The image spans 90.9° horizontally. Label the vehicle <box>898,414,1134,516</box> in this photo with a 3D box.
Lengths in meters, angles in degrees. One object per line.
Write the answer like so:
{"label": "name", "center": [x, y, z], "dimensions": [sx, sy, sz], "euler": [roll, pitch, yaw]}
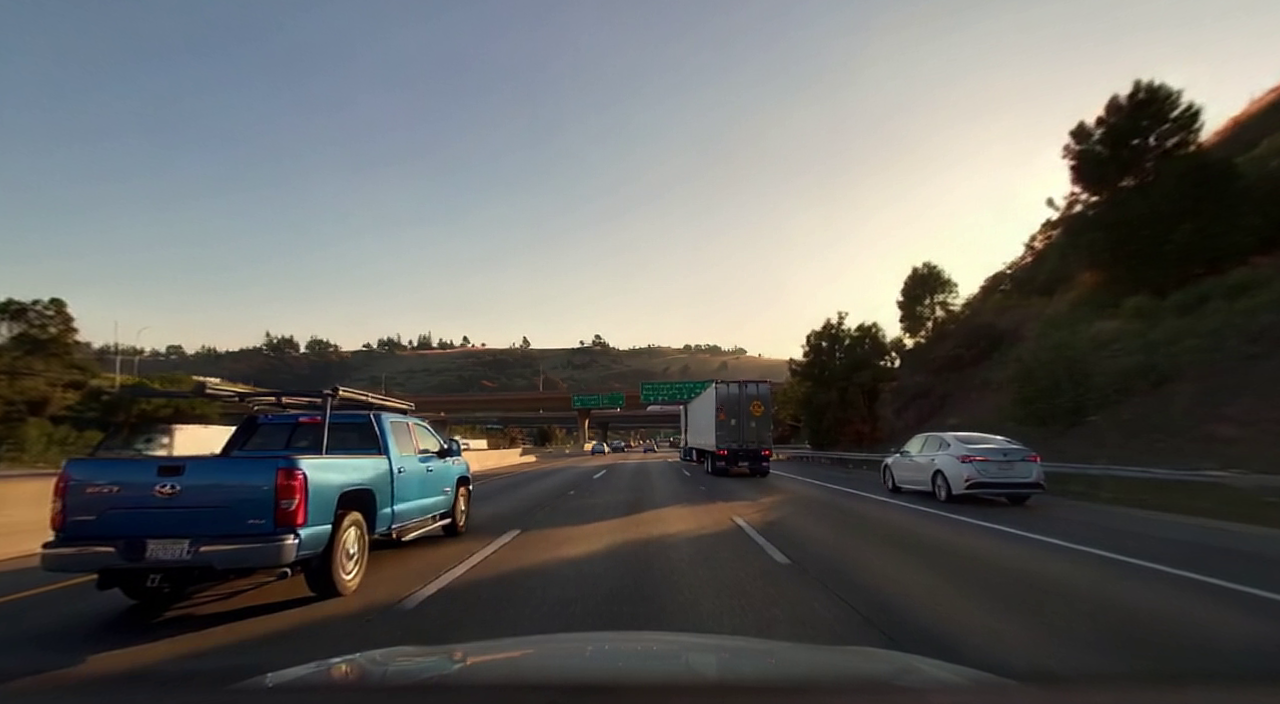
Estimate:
{"label": "vehicle", "center": [7.342, 2.266, 13.059], "dimensions": [1.999, 1.700, 4.640], "euler": [0, -8, 0]}

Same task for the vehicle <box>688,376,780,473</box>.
{"label": "vehicle", "center": [4.422, 3.949, 32.907], "dimensions": [2.885, 4.036, 12.891], "euler": [0, -8, 1]}

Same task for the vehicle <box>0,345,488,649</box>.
{"label": "vehicle", "center": [-3.920, 1.439, 7.496], "dimensions": [2.599, 2.054, 6.288], "euler": [0, -8, 1]}
